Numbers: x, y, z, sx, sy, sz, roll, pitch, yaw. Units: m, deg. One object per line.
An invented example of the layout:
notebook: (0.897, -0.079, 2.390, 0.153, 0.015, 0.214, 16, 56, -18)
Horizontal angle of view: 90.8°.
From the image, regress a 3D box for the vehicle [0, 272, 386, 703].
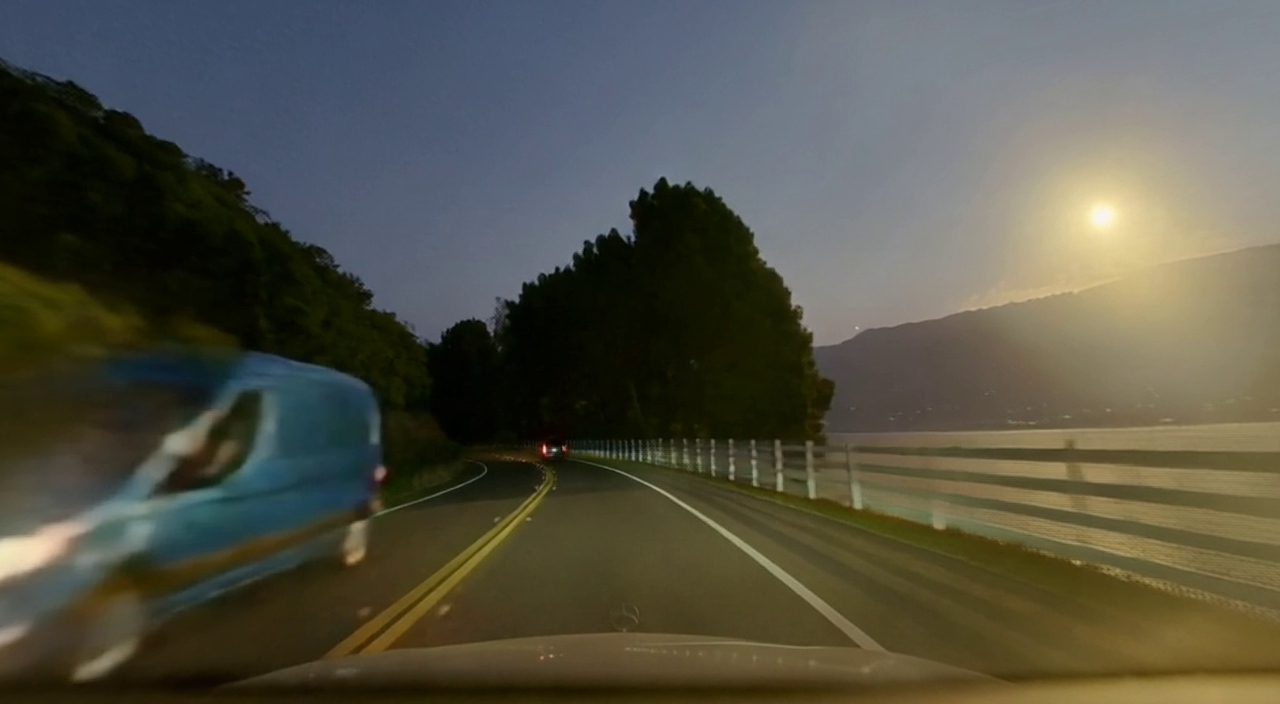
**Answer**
vehicle: (-4.634, 1.119, 6.173, 2.373, 2.488, 5.160, 0, -9, -4)
